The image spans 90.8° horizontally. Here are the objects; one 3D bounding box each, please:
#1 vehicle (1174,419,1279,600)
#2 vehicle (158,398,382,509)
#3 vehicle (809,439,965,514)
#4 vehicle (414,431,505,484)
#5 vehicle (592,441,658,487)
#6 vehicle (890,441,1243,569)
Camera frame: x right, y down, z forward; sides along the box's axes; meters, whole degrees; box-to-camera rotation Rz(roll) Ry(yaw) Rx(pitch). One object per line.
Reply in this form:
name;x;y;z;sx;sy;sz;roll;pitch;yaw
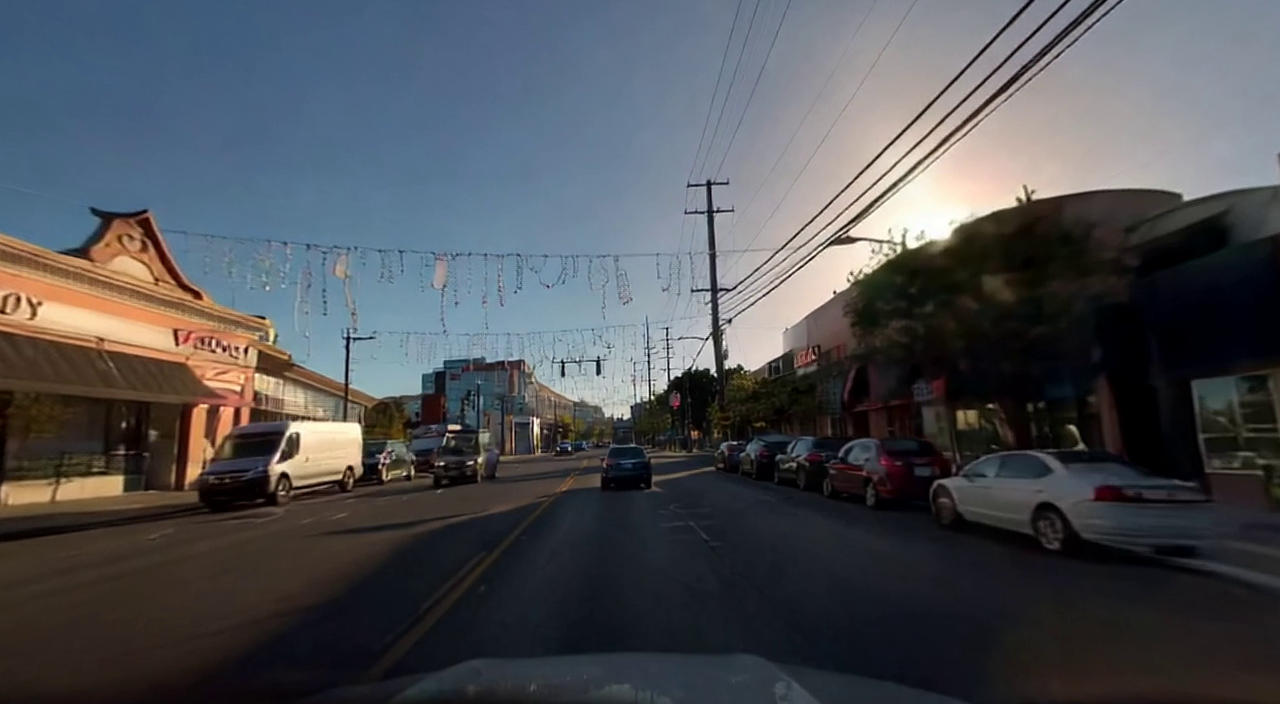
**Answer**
vehicle;6.646;1.180;4.274;1.786;1.551;4.471;1;-9;-8
vehicle;-10.080;2.879;18.263;2.964;2.597;6.437;0;-9;-5
vehicle;5.552;2.823;14.816;1.943;1.507;3.816;0;-9;-3
vehicle;-7.196;4.263;25.775;2.456;1.935;4.769;0;-9;-2
vehicle;-0.612;3.951;22.613;2.112;1.464;4.411;0;-9;-3
vehicle;5.819;2.087;9.527;1.921;1.430;4.455;1;-9;-6
